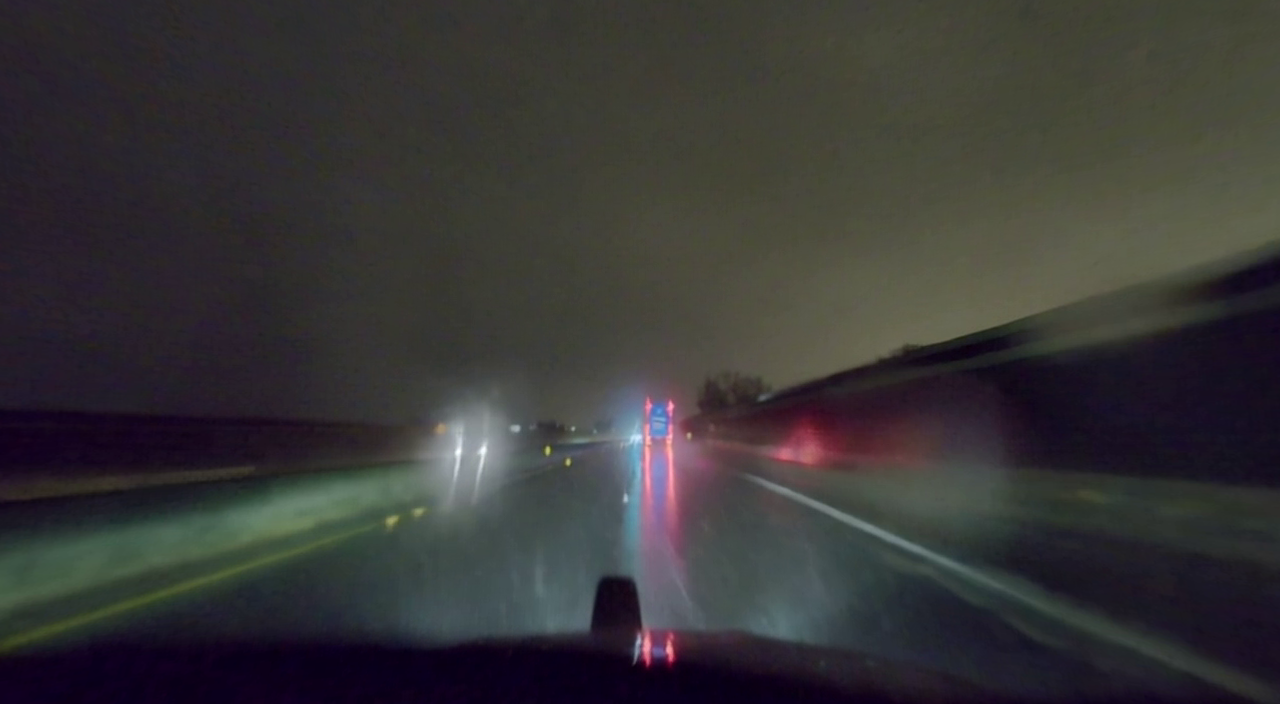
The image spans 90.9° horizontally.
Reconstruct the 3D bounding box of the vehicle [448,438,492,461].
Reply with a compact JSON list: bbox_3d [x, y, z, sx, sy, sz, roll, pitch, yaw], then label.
[{"bbox_3d":[-12.080,6.927,45.143,1.836,1.511,4.647,0,-8,0],"label":"vehicle"}]
